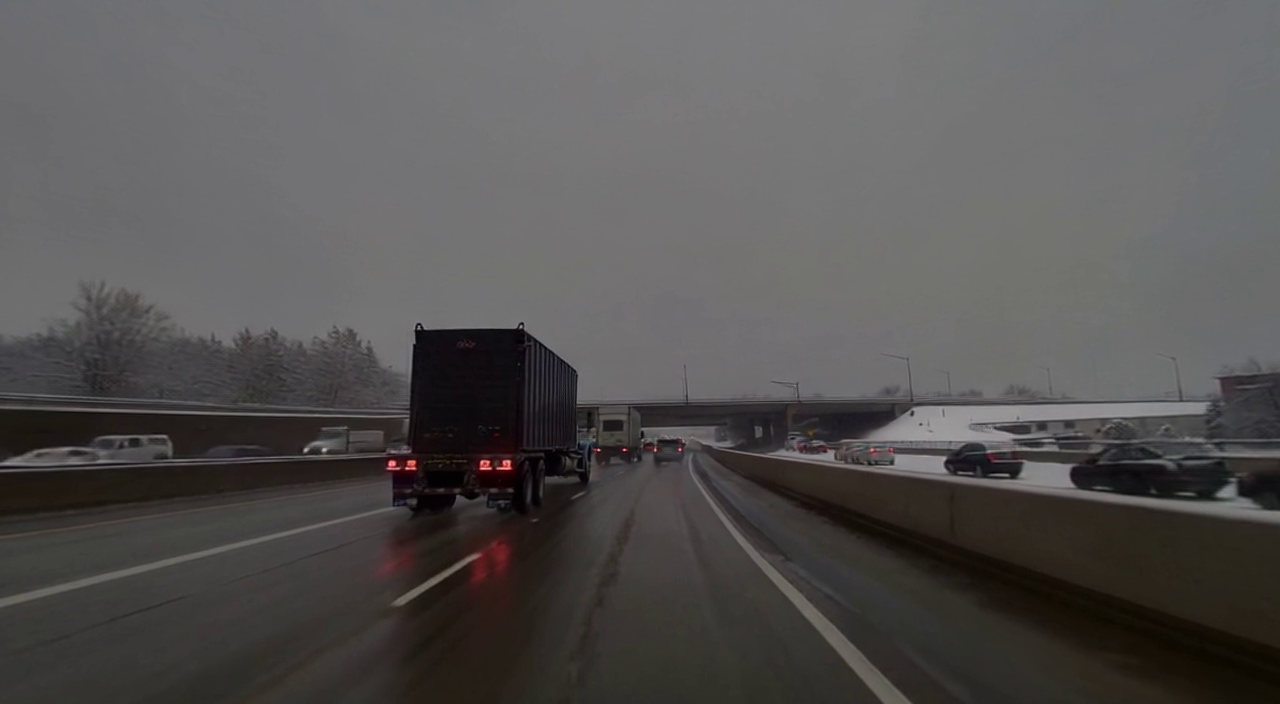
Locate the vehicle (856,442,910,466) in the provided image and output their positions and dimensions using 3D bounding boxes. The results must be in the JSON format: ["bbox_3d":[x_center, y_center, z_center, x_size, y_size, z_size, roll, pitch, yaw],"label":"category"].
[{"bbox_3d":[15.614,6.588,40.695,1.859,1.452,4.749,-1,-9,4],"label":"vehicle"}]

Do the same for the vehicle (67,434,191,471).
[{"bbox_3d":[-28.978,5.740,36.019,2.153,1.942,5.556,-1,-9,4],"label":"vehicle"}]

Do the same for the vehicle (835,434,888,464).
[{"bbox_3d":[16.170,7.129,46.387,2.241,2.052,5.864,-1,-9,5],"label":"vehicle"}]

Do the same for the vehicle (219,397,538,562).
[{"bbox_3d":[-3.290,1.706,8.996,2.896,1.779,3.441,1,-8,3],"label":"vehicle"}]

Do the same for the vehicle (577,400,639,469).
[{"bbox_3d":[-1.838,5.432,40.918,3.073,3.894,9.782,-1,-9,3],"label":"vehicle"}]

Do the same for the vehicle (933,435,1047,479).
[{"bbox_3d":[14.580,4.406,26.641,2.237,1.656,4.676,0,-9,2],"label":"vehicle"}]

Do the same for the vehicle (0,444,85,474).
[{"bbox_3d":[-32.425,5.690,33.734,1.694,1.522,3.815,-1,-9,3],"label":"vehicle"}]

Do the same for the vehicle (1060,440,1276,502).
[{"bbox_3d":[14.158,3.188,17.403,1.872,1.454,4.908,-1,-9,2],"label":"vehicle"}]

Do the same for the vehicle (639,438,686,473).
[{"bbox_3d":[1.171,5.154,31.479,2.178,1.640,4.071,-1,-9,3],"label":"vehicle"}]
